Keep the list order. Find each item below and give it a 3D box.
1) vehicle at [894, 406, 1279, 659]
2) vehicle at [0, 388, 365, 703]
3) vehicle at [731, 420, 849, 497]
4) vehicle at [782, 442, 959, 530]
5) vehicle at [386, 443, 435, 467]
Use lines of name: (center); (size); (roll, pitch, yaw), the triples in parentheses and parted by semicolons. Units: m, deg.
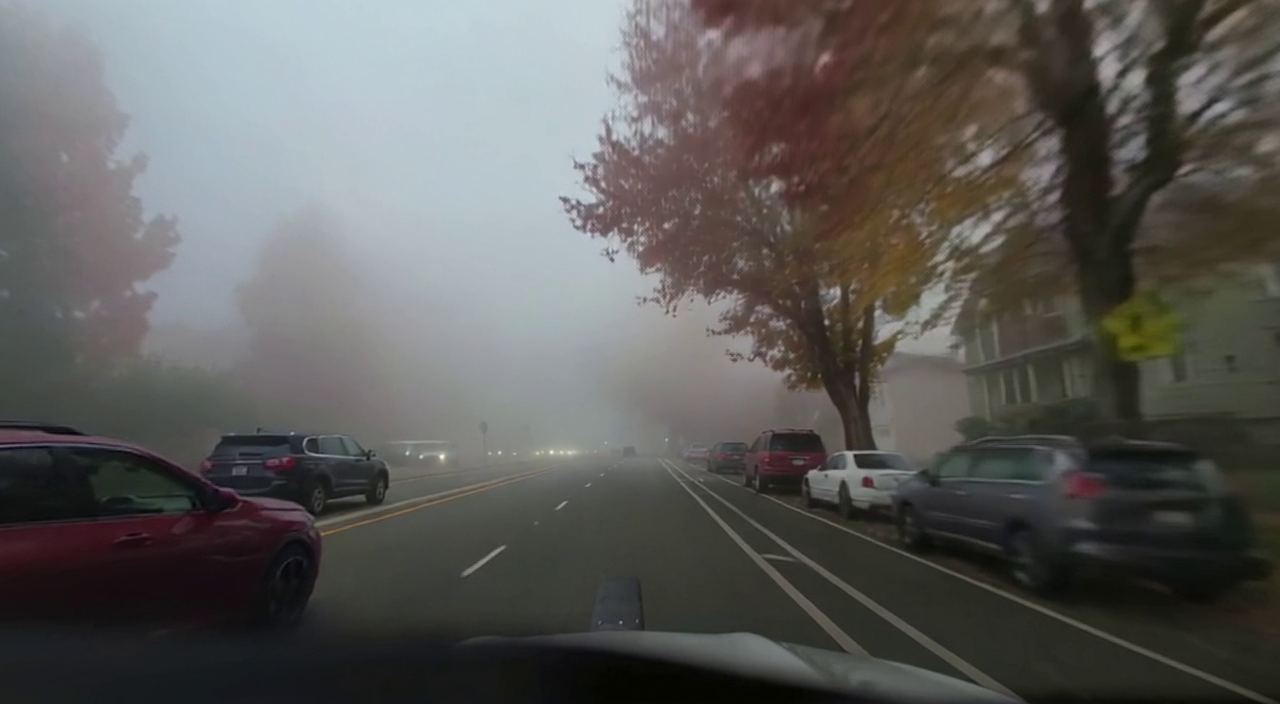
vehicle: (4.544, 1.544, 6.481); (1.950, 1.668, 4.414); (1, -9, -1)
vehicle: (-3.222, 0.944, 2.716); (1.982, 1.478, 4.465); (0, -9, 1)
vehicle: (4.631, 3.443, 20.781); (2.374, 2.104, 6.508); (0, -9, 1)
vehicle: (4.578, 2.715, 13.415); (1.876, 1.510, 4.637); (1, -9, -2)
vehicle: (-17.037, 7.634, 46.900); (1.912, 1.681, 4.444); (0, -9, 1)
